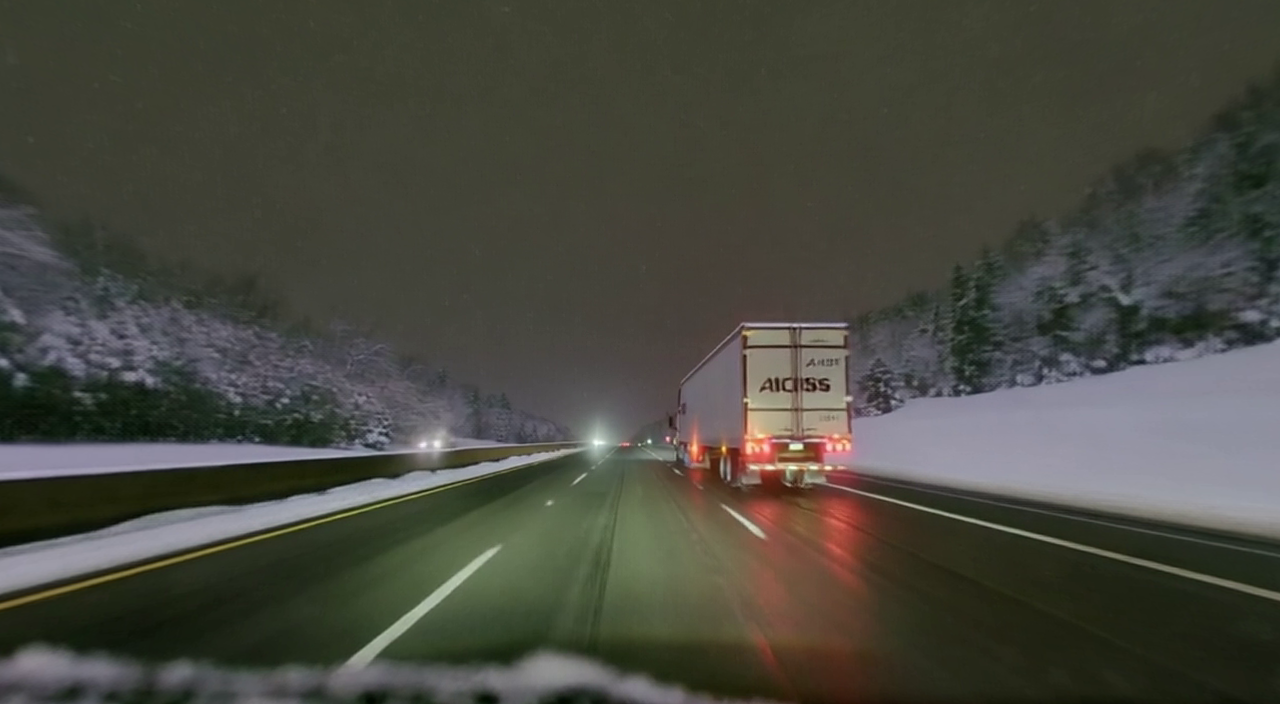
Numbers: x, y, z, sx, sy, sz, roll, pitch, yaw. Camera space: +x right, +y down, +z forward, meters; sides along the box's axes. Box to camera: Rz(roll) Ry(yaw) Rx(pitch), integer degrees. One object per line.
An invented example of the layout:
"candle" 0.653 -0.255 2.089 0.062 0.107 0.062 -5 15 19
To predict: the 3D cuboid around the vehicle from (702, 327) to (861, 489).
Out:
"vehicle" 3.900 1.957 20.035 2.880 3.986 9.103 0 -8 0
